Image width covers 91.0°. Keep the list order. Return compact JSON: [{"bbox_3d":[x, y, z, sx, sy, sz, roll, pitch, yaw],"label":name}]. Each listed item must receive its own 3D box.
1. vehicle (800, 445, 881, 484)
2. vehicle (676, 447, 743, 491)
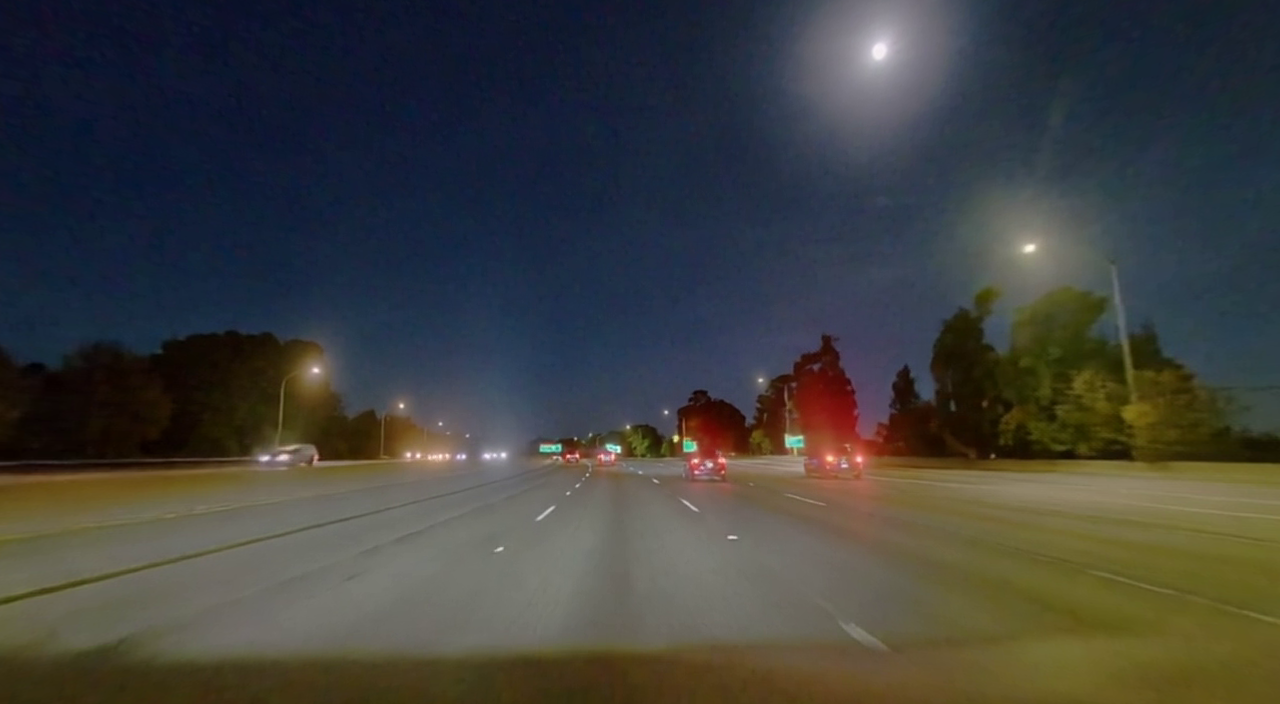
[{"bbox_3d":[9.175,5.195,29.285,1.909,1.634,4.739,0,-9,-3],"label":"vehicle"},{"bbox_3d":[2.635,4.561,24.780,1.975,1.562,3.823,0,-9,-3],"label":"vehicle"}]
